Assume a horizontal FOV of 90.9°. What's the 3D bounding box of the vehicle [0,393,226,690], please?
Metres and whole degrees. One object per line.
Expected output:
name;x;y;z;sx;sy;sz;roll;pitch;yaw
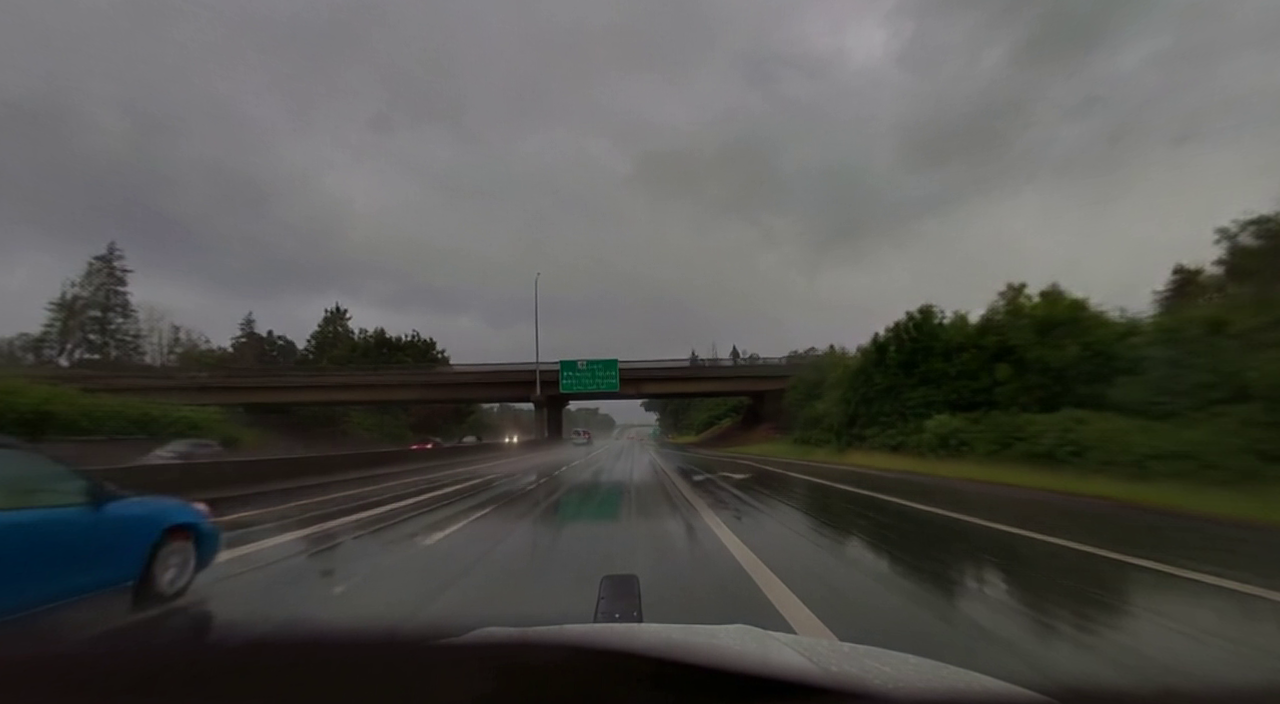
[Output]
vehicle;-4.563;0.983;2.996;2.086;1.624;4.607;0;-8;-1
